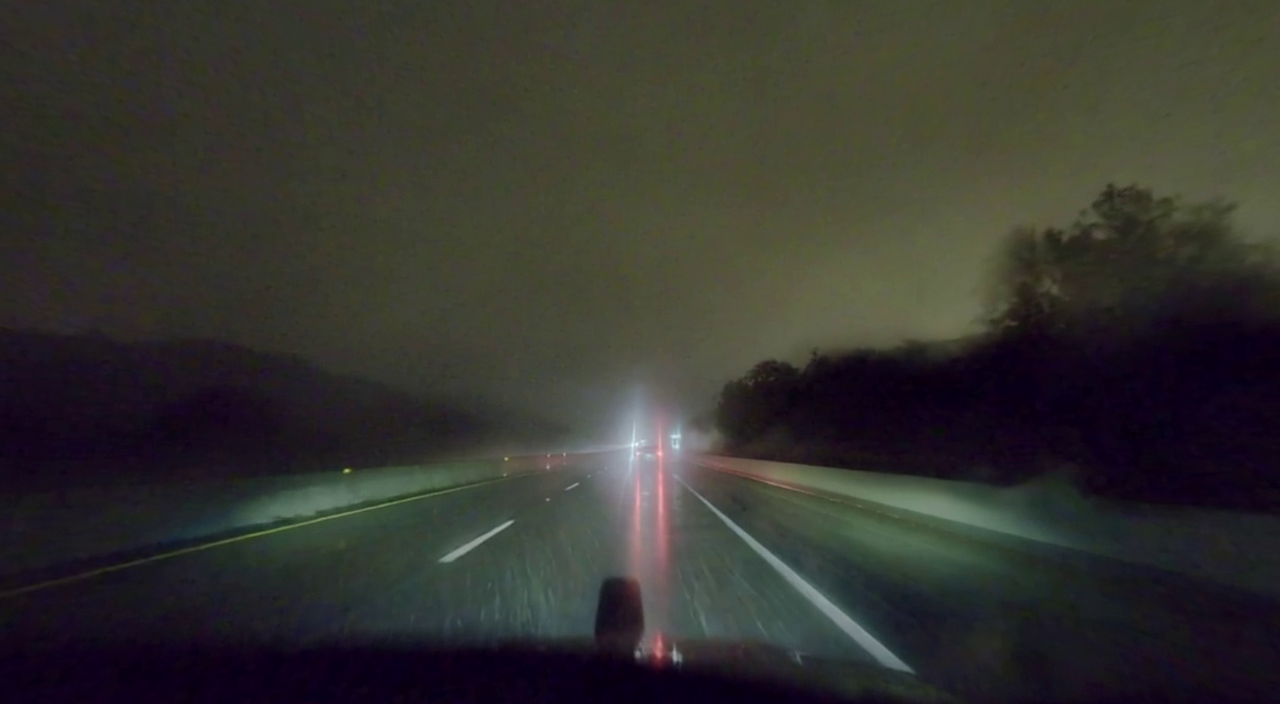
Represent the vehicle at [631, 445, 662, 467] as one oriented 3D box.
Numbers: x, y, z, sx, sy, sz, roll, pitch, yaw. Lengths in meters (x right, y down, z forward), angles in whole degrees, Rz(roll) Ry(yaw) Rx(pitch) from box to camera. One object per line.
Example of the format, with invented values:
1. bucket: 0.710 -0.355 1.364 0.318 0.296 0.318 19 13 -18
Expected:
1. vehicle: 0.523 7.778 47.305 2.221 1.603 4.149 0 -9 1
